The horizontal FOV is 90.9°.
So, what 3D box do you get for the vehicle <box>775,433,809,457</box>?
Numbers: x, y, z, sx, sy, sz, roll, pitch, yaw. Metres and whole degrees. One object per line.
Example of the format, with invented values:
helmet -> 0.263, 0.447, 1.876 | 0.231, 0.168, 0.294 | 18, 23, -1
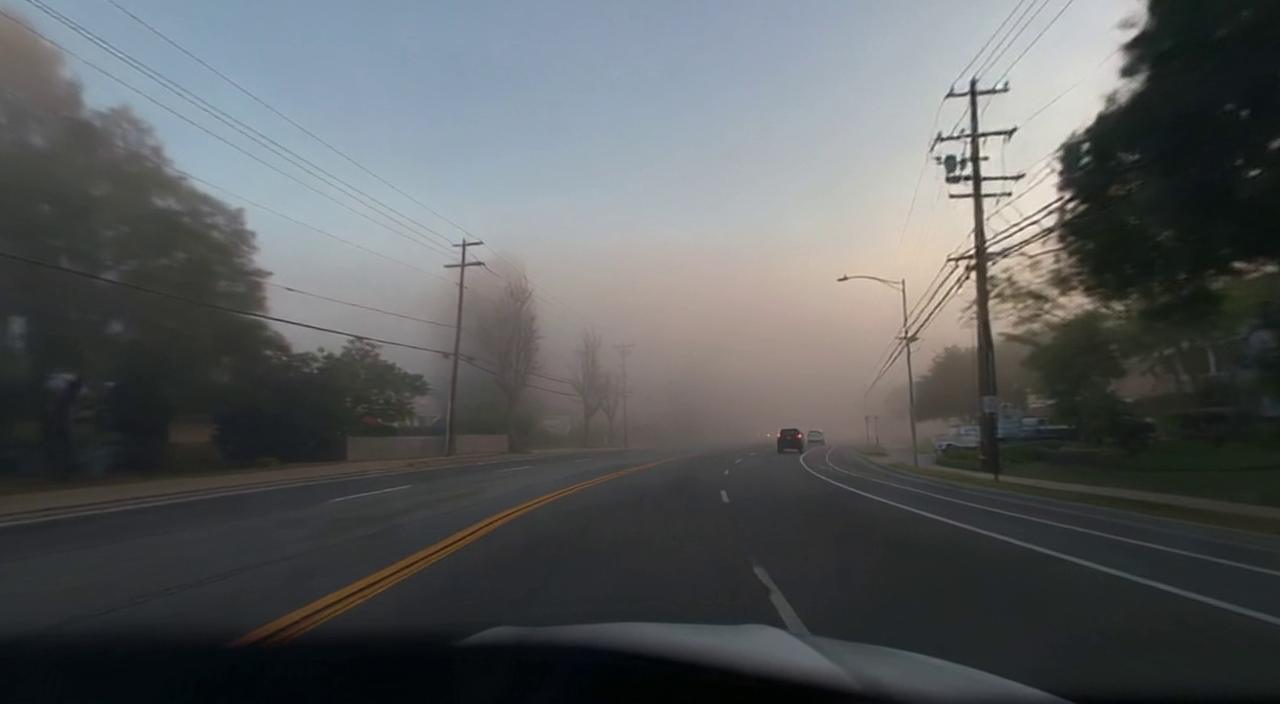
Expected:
vehicle -> 9.805, 6.028, 40.730 | 1.982, 1.451, 4.152 | -2, -9, 13
